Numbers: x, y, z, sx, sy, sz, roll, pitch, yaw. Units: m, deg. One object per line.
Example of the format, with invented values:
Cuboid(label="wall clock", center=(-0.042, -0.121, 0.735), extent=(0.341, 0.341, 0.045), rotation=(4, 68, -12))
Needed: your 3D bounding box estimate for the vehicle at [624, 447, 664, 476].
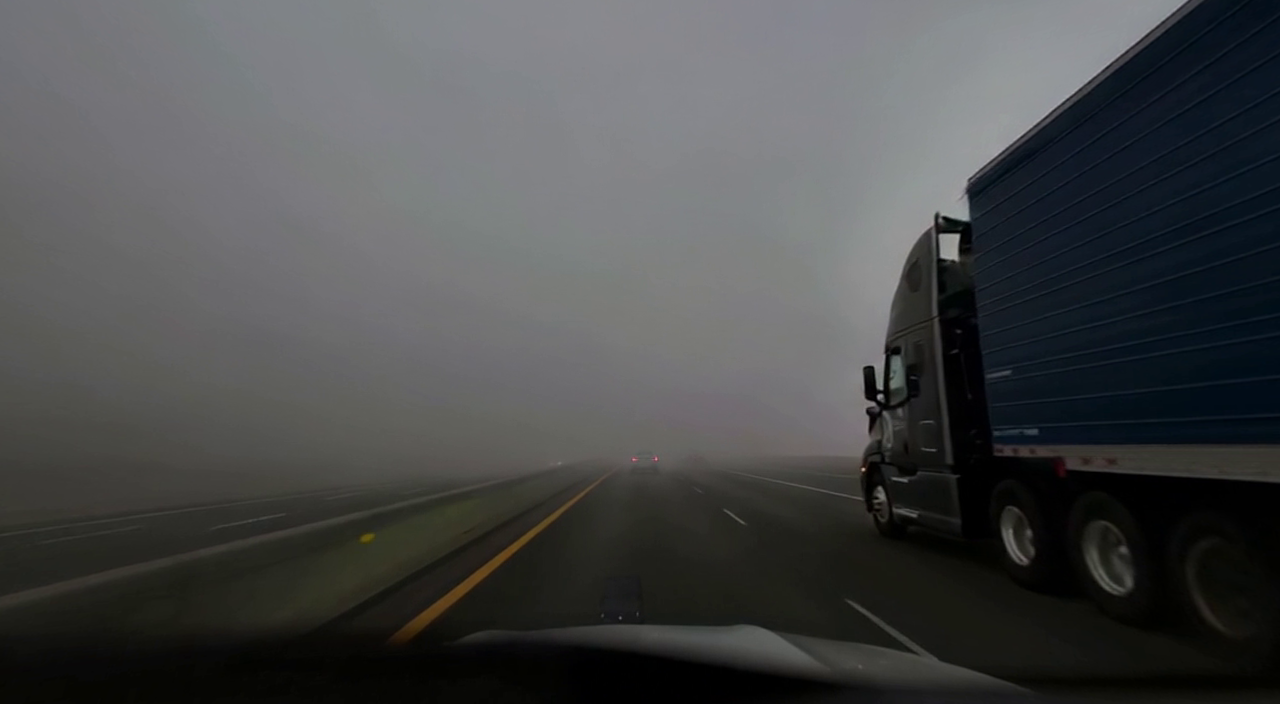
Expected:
Cuboid(label="vehicle", center=(0.197, 5.934, 34.253), extent=(2.083, 1.473, 3.923), rotation=(0, -9, 0))
